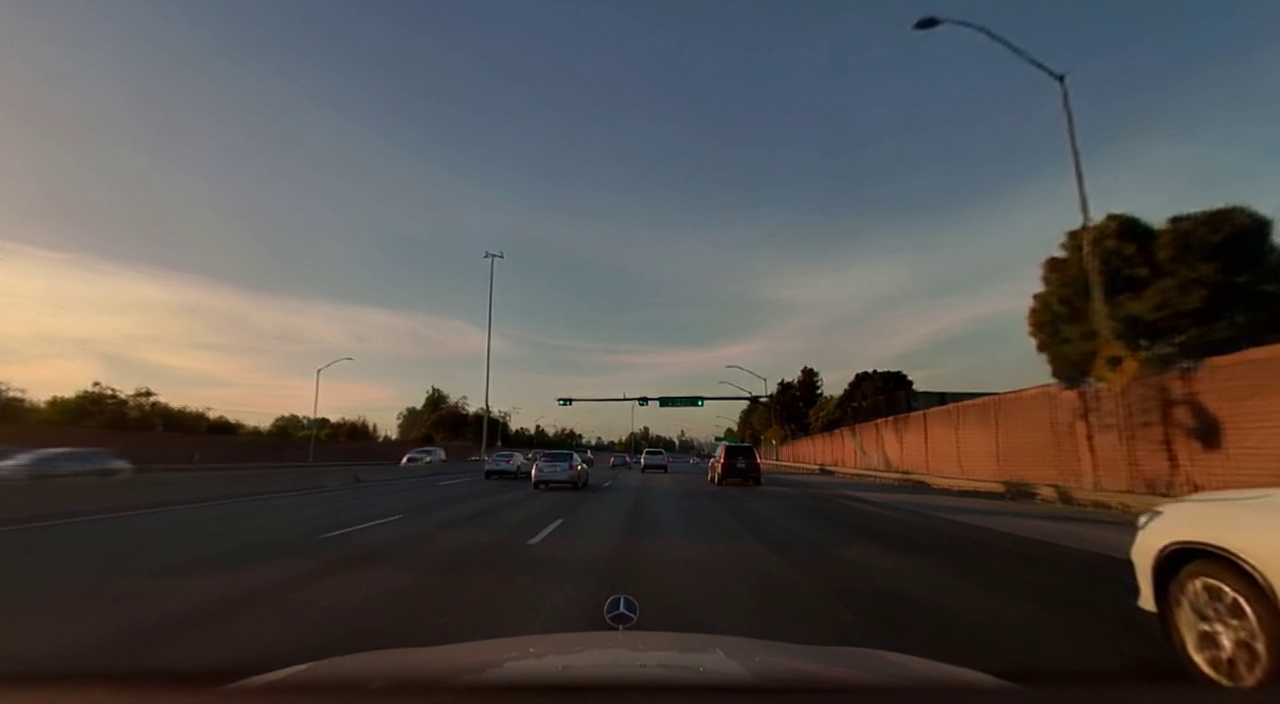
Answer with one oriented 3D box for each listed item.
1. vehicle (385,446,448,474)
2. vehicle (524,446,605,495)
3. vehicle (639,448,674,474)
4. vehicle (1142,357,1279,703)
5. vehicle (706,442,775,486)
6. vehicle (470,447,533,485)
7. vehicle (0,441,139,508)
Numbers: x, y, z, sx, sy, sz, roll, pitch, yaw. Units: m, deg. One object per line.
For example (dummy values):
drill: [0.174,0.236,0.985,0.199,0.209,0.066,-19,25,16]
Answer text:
vehicle: [-14.766,7.164,42.090,2.213,1.749,4.890,-1,-9,3]
vehicle: [-2.498,4.060,22.137,2.130,1.514,4.766,0,-8,2]
vehicle: [1.229,7.828,45.675,2.408,1.748,4.217,0,-8,3]
vehicle: [3.807,0.646,1.134,2.029,1.716,4.545,0,-9,0]
vehicle: [4.227,4.798,27.353,2.320,1.735,4.408,0,-8,1]
vehicle: [-5.914,4.874,27.359,1.835,1.504,3.612,0,-9,1]
vehicle: [-15.345,2.976,15.644,1.971,1.484,4.666,0,-9,1]
